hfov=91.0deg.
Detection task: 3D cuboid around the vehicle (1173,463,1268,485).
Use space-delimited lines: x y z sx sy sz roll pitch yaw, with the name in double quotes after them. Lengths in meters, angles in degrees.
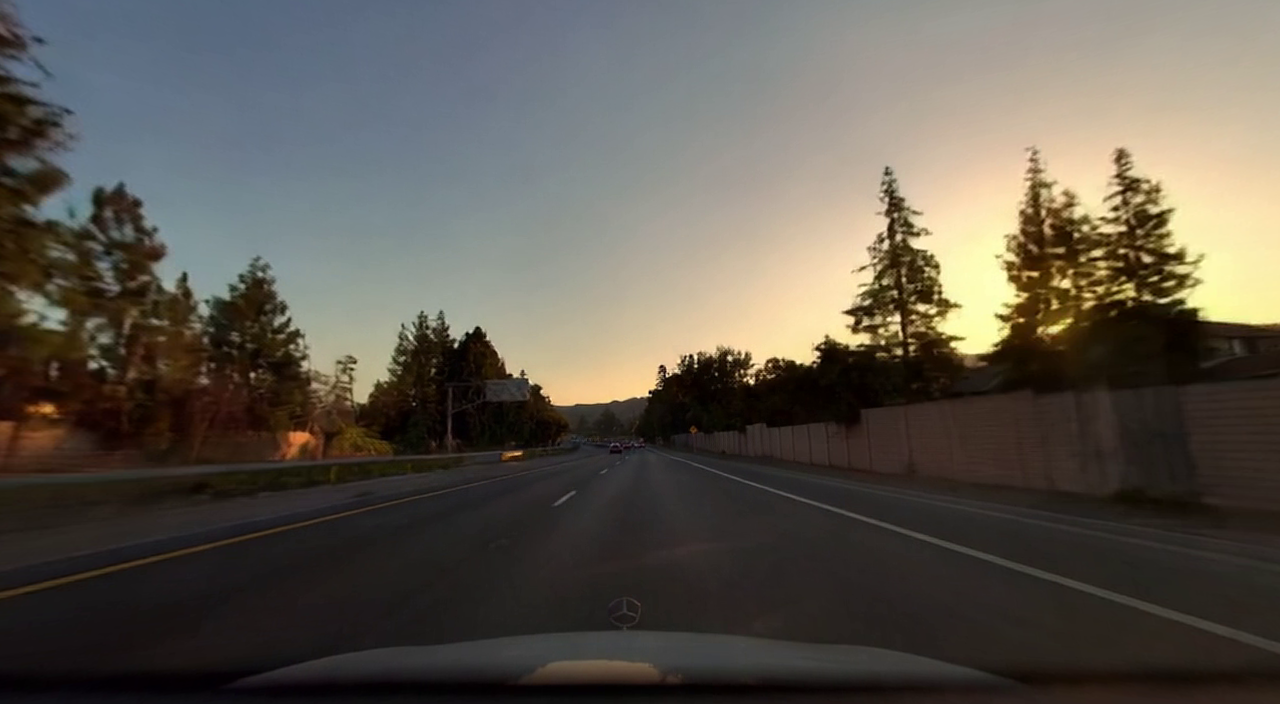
43.308 9.117 47.102 4.674 1.526 1.950 -3 -9 18 "vehicle"
